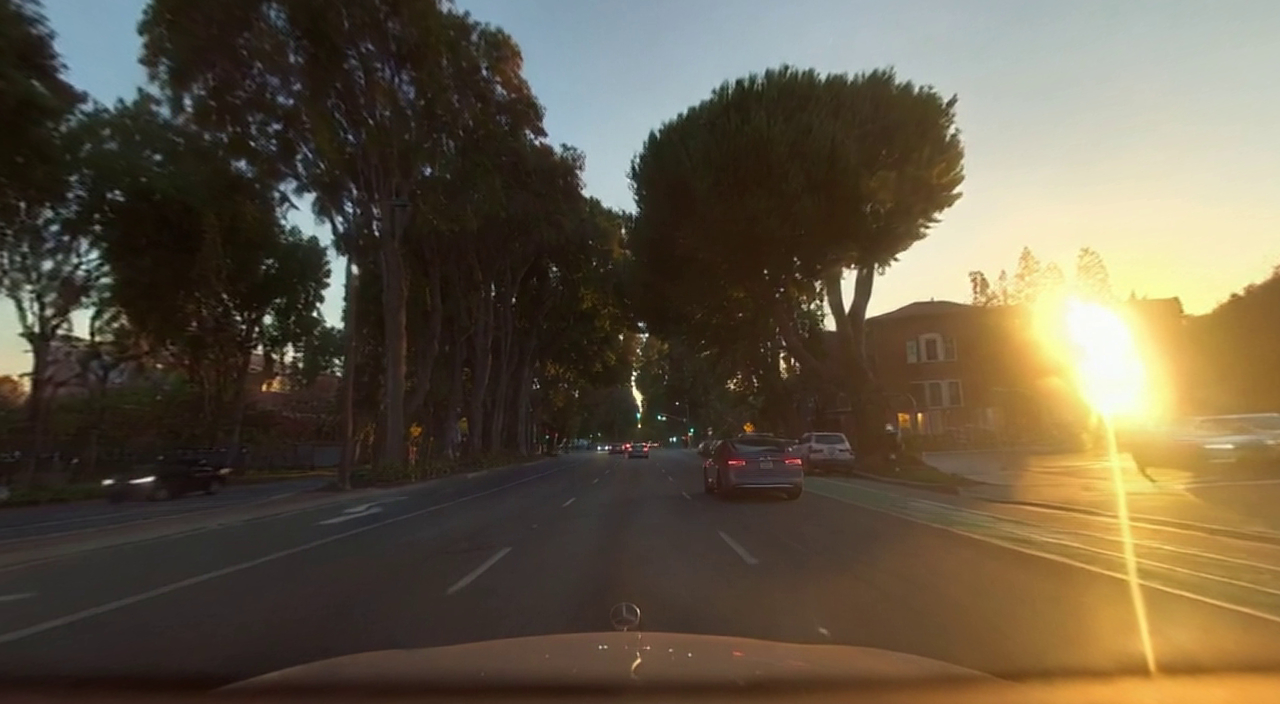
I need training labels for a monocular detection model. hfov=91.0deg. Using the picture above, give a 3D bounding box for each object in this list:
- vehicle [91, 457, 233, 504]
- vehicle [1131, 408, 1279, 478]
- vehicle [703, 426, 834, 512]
[{"bbox_3d":[-17.658,4.731,23.588,1.865,1.452,4.504,0,-9,-1],"label":"vehicle"},{"bbox_3d":[17.450,2.646,18.226,2.131,1.782,5.183,0,-9,-2],"label":"vehicle"},{"bbox_3d":[2.713,2.588,14.376,2.022,1.656,4.025,0,-9,-2],"label":"vehicle"}]
